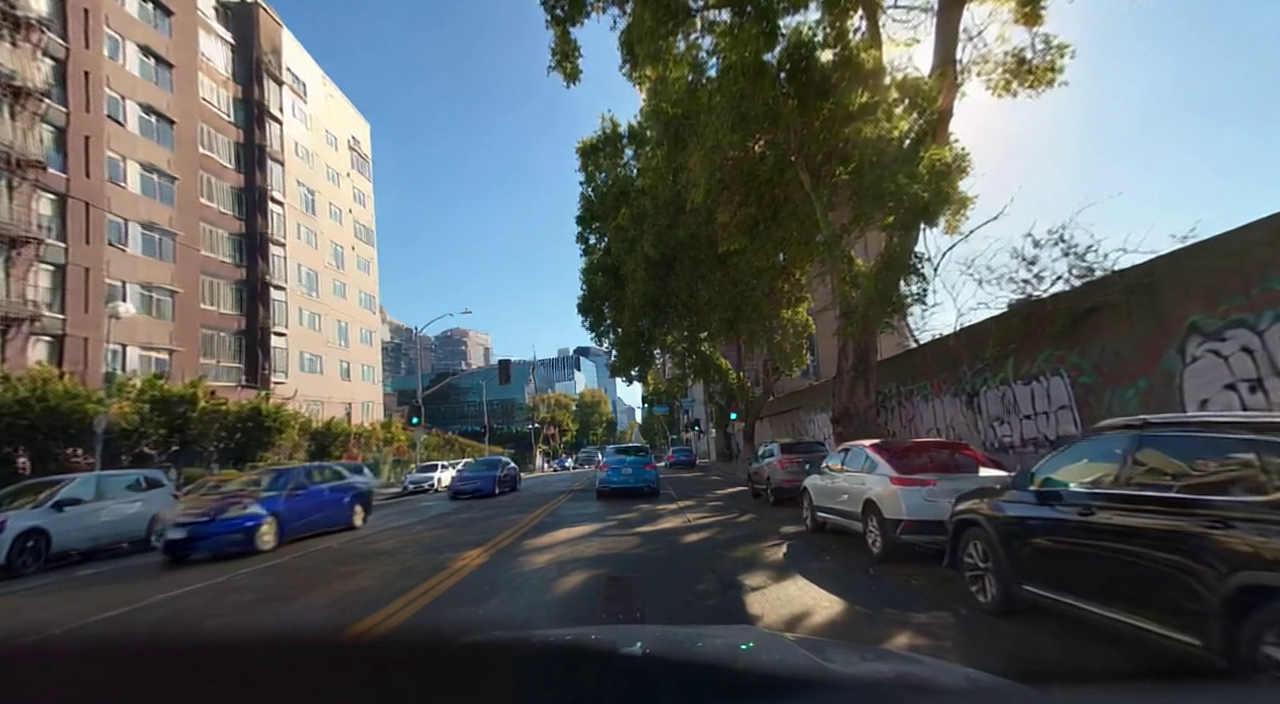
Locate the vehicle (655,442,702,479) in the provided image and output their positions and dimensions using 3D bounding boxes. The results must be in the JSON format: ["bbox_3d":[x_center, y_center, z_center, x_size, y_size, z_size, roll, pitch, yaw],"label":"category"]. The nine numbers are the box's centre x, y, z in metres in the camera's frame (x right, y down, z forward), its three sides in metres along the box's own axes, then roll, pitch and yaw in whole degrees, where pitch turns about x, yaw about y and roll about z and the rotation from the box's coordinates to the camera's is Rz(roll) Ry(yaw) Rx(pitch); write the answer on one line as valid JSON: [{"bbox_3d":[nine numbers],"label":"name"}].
[{"bbox_3d":[1.951,5.630,33.158,2.207,1.761,4.292,0,-8,0],"label":"vehicle"}]

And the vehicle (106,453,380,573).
[{"bbox_3d":[-6.409,2.584,11.000,1.906,1.445,4.490,-4,-8,0],"label":"vehicle"}]

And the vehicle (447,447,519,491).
[{"bbox_3d":[-6.827,5.106,28.034,2.147,1.747,4.409,0,-8,-1],"label":"vehicle"}]

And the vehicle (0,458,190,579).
[{"bbox_3d":[-10.922,2.960,11.539,2.276,1.741,4.439,-5,-8,-1],"label":"vehicle"}]

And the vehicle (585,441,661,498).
[{"bbox_3d":[-0.522,3.692,20.305,2.166,1.579,4.300,0,-8,-1],"label":"vehicle"}]

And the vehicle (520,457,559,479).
[{"bbox_3d":[-7.041,8.161,44.730,2.040,1.402,4.237,0,-8,0],"label":"vehicle"}]

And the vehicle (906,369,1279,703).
[{"bbox_3d":[4.148,1.201,4.501,2.097,1.811,5.230,0,-8,-1],"label":"vehicle"}]

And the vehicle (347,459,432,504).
[{"bbox_3d":[-11.127,5.747,28.379,1.931,1.499,4.645,-7,-8,-2],"label":"vehicle"}]
